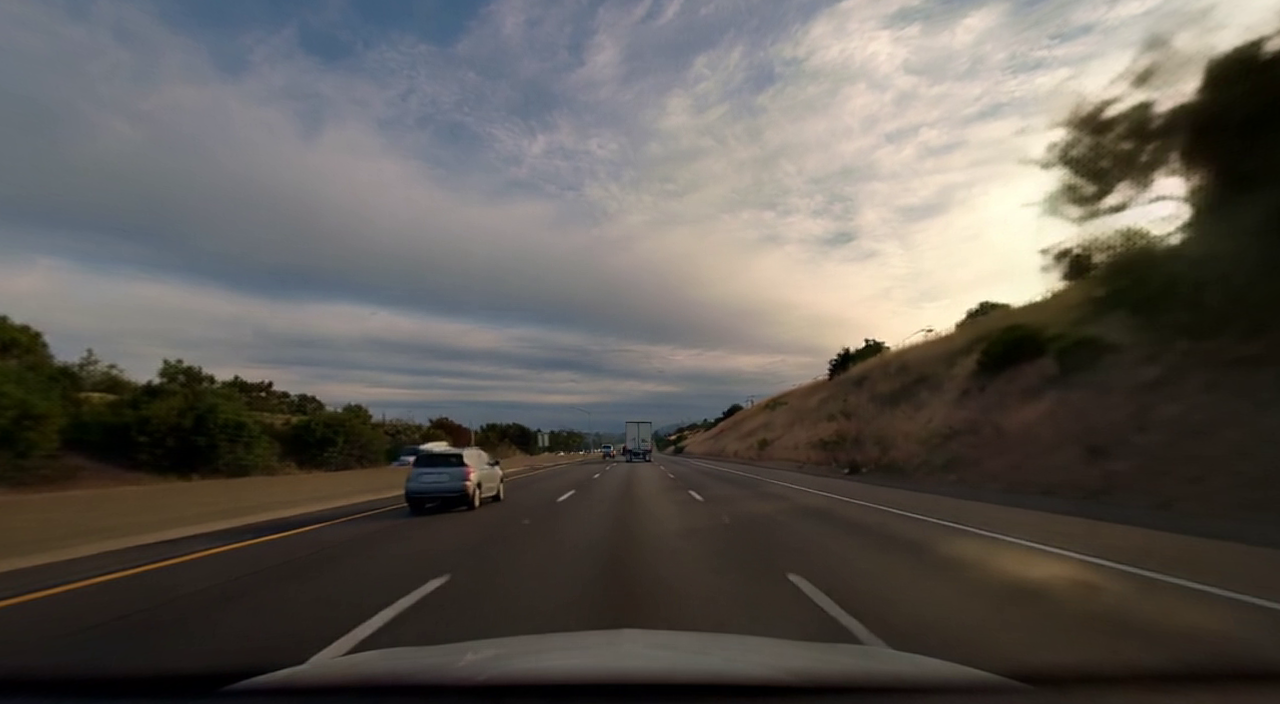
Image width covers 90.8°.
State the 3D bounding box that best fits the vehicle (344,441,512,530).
[{"bbox_3d":[-4.142,2.661,13.170,2.051,1.537,4.111,0,-9,0],"label":"vehicle"}]
